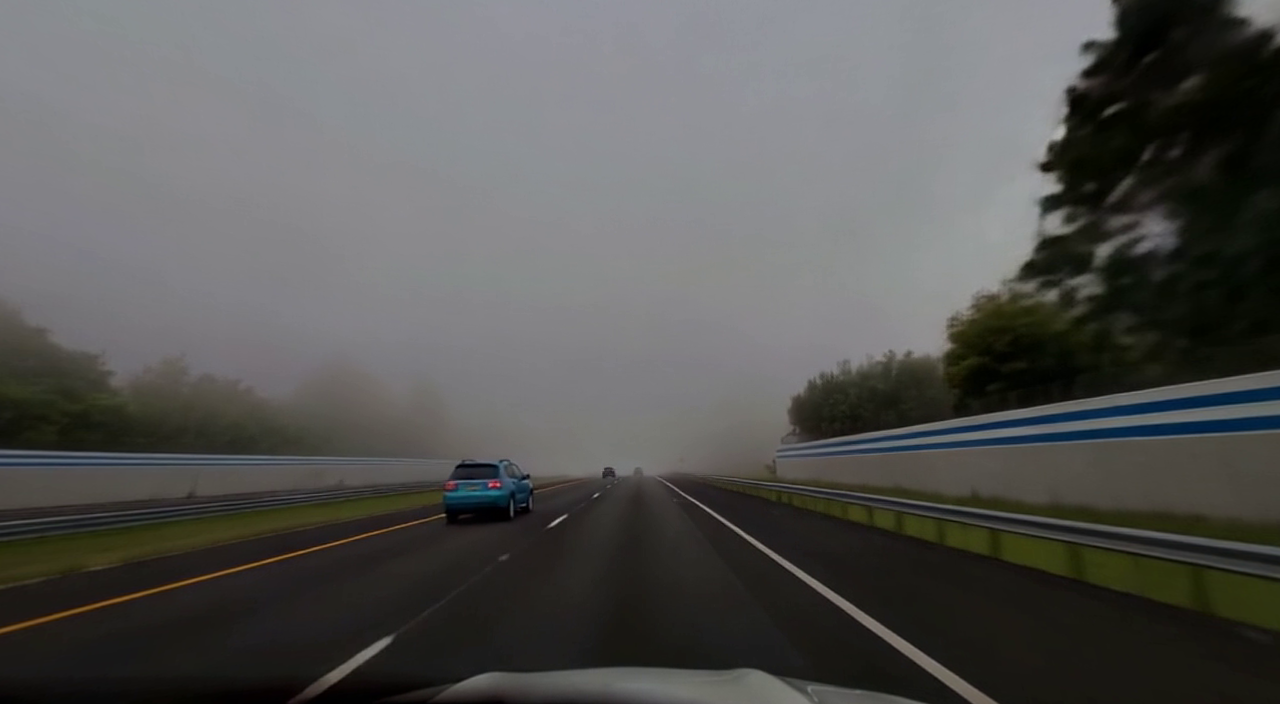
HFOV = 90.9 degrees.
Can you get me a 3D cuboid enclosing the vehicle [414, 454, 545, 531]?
[{"bbox_3d":[-3.525,3.182,14.639,1.985,1.515,3.839,0,-10,0],"label":"vehicle"}]
